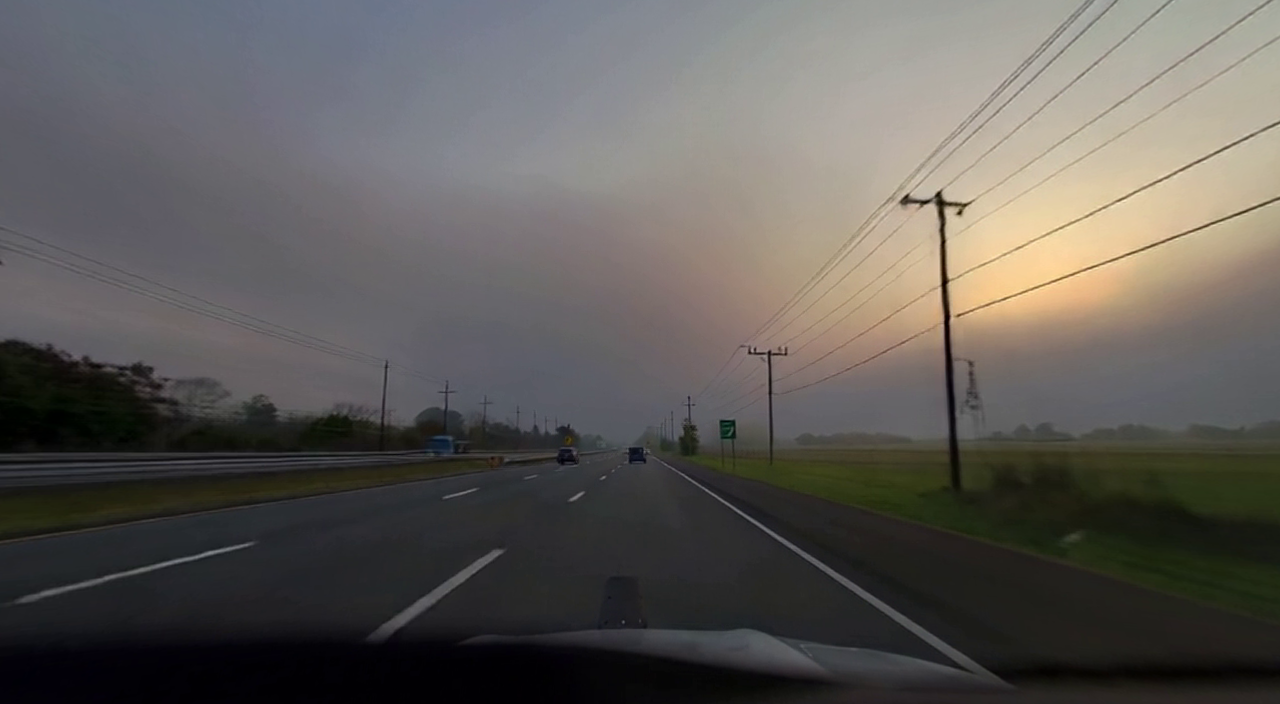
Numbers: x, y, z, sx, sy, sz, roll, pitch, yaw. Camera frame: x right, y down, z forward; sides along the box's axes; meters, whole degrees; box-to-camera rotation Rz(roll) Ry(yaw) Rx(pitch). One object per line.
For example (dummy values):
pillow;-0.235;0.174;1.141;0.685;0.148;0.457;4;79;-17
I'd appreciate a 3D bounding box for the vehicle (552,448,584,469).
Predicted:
vehicle;-5.448;8.111;48.215;1.911;1.491;3.624;-1;-9;2
